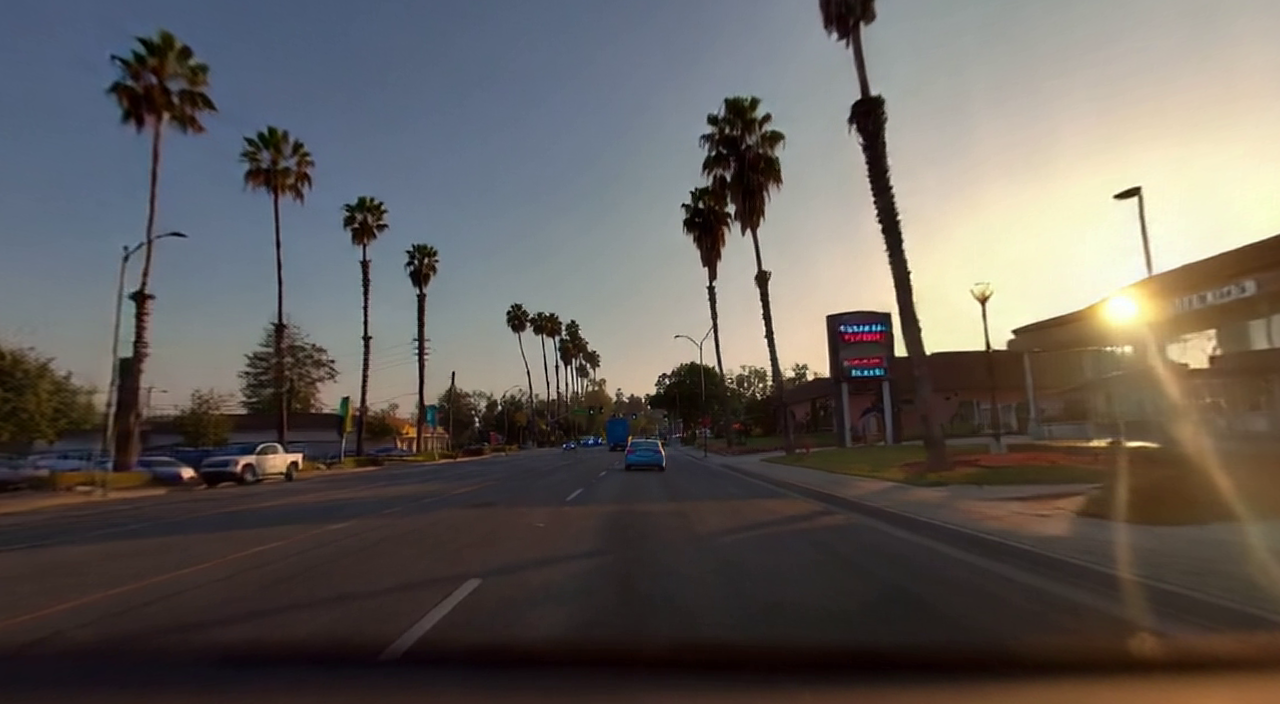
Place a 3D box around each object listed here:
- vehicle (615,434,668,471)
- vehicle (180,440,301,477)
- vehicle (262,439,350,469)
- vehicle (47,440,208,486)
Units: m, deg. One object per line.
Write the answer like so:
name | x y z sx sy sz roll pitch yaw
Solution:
vehicle | 0.062 4.380 27.539 2.144 1.514 4.063 0 -8 0
vehicle | -21.323 5.675 33.676 4.979 1.893 2.084 0 -8 -2
vehicle | -21.845 6.666 41.168 4.536 1.838 2.042 0 -8 2
vehicle | -22.078 4.763 27.226 4.961 1.894 2.256 0 -8 0
